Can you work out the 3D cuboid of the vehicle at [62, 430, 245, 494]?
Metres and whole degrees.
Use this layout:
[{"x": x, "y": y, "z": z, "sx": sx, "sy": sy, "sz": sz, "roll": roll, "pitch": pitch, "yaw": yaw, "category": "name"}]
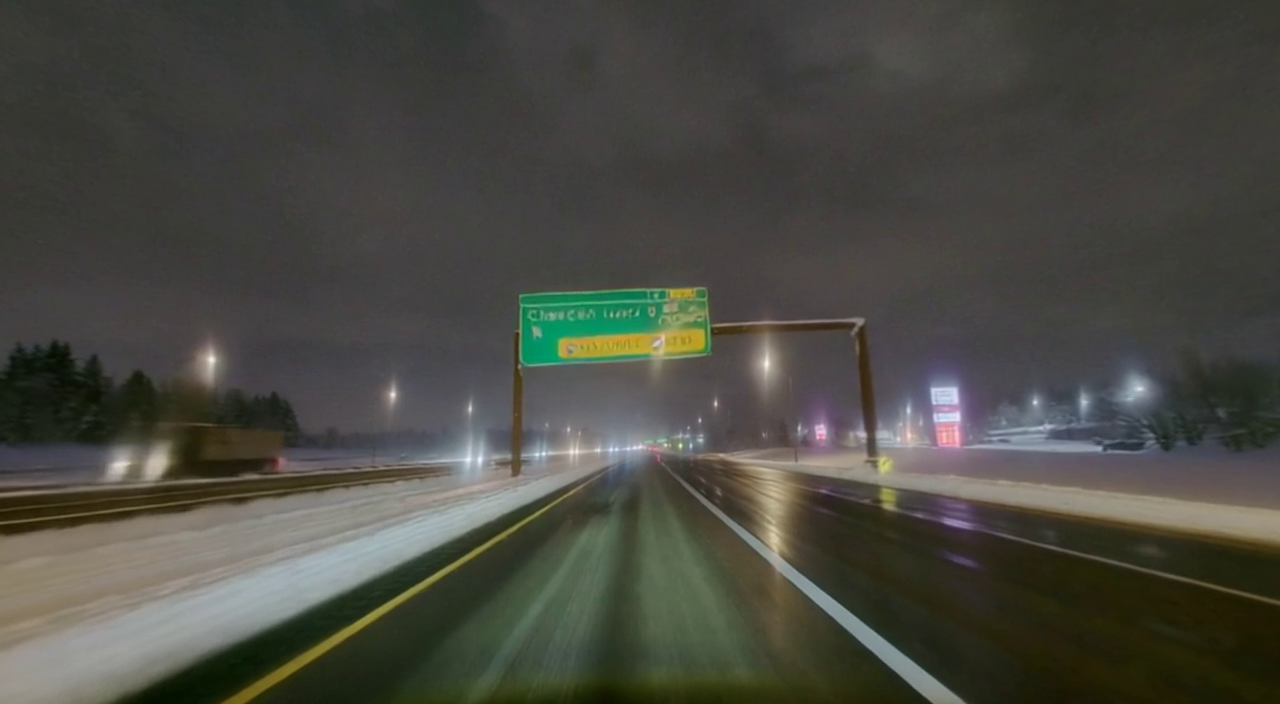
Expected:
[{"x": -16.961, "y": 3.866, "z": 22.438, "sx": 2.294, "sy": 1.994, "sz": 5.209, "roll": 0, "pitch": -9, "yaw": 0, "category": "vehicle"}]
